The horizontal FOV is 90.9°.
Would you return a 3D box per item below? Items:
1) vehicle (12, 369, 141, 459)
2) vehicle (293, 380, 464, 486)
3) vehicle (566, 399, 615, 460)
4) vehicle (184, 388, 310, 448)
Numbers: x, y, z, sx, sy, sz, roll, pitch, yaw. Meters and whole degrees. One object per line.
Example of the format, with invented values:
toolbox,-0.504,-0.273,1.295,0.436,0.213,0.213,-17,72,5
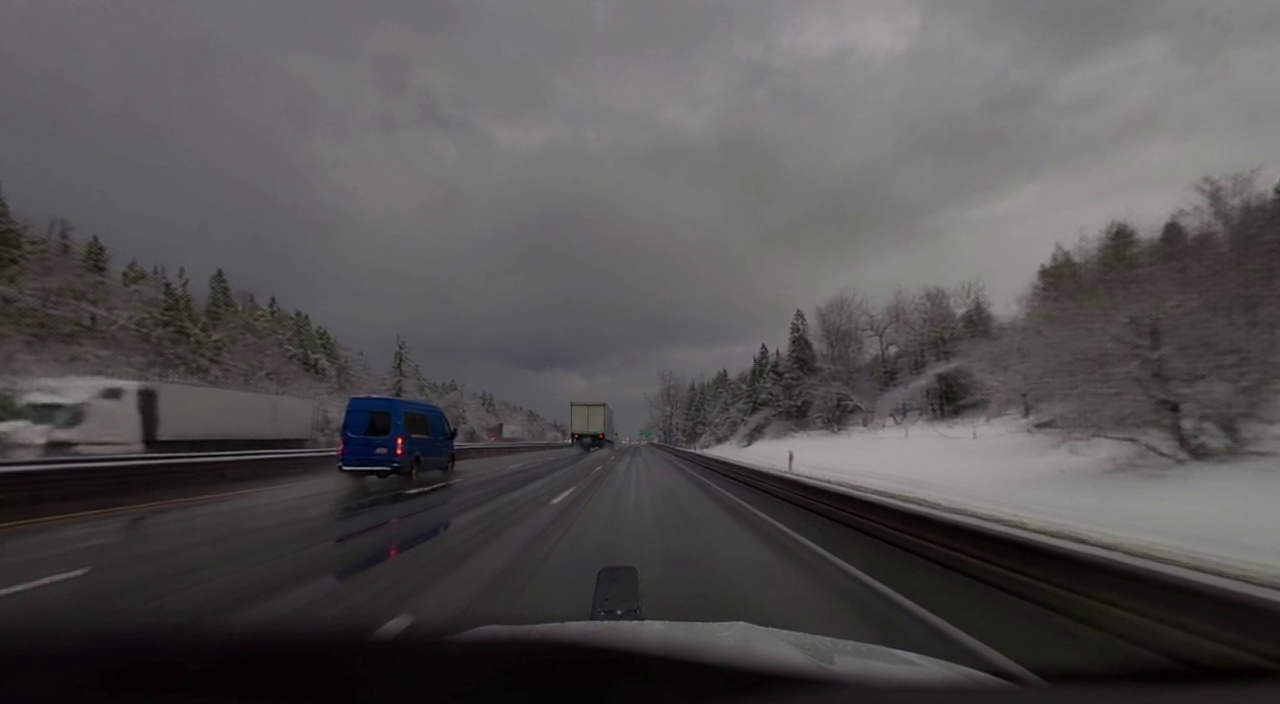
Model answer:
vehicle,-26.332,2.944,29.639,3.136,4.017,2.784,0,-8,0
vehicle,-7.847,2.592,20.072,2.396,2.763,6.935,0,-8,0
vehicle,-3.552,5.847,47.307,3.173,4.185,8.360,0,-8,-1
vehicle,-26.418,4.626,43.078,3.101,3.649,8.578,0,-8,-1
